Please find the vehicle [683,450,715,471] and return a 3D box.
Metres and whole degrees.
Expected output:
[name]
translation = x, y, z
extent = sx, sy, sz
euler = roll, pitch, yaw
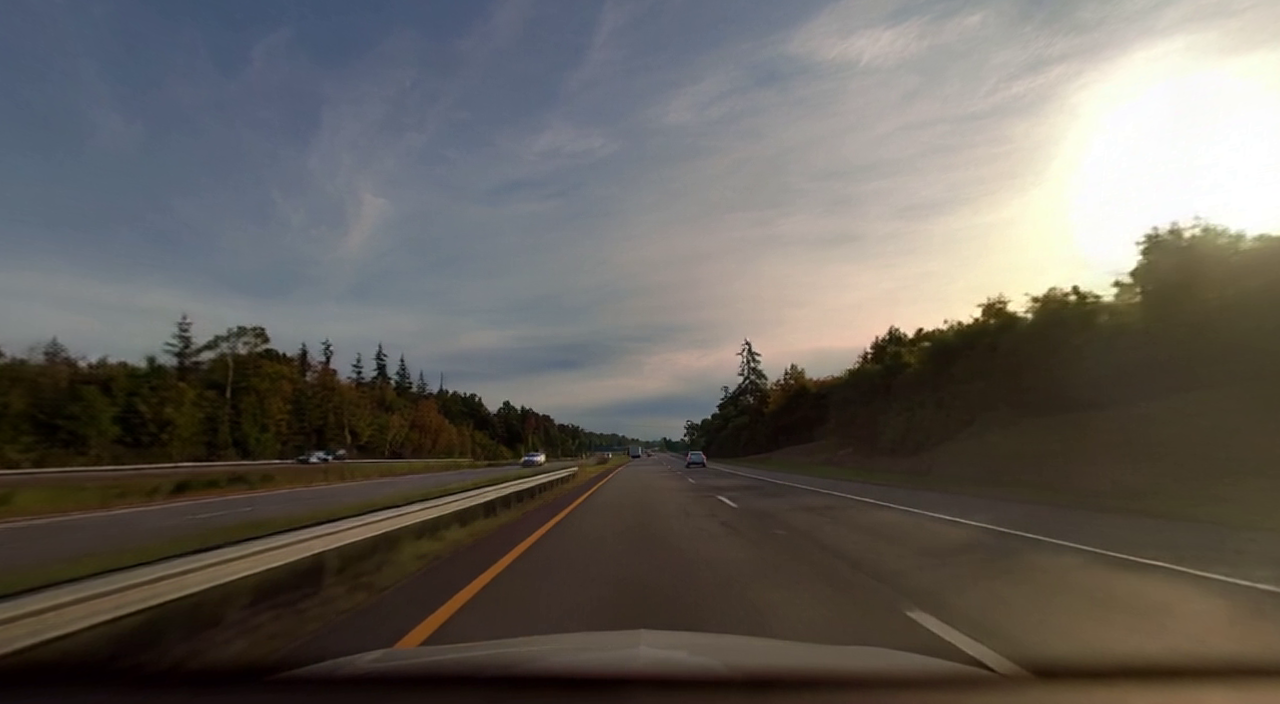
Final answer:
[vehicle]
translation = 4.471, 8.313, 48.499
extent = 1.984, 1.481, 4.376
euler = 0, -9, 0
